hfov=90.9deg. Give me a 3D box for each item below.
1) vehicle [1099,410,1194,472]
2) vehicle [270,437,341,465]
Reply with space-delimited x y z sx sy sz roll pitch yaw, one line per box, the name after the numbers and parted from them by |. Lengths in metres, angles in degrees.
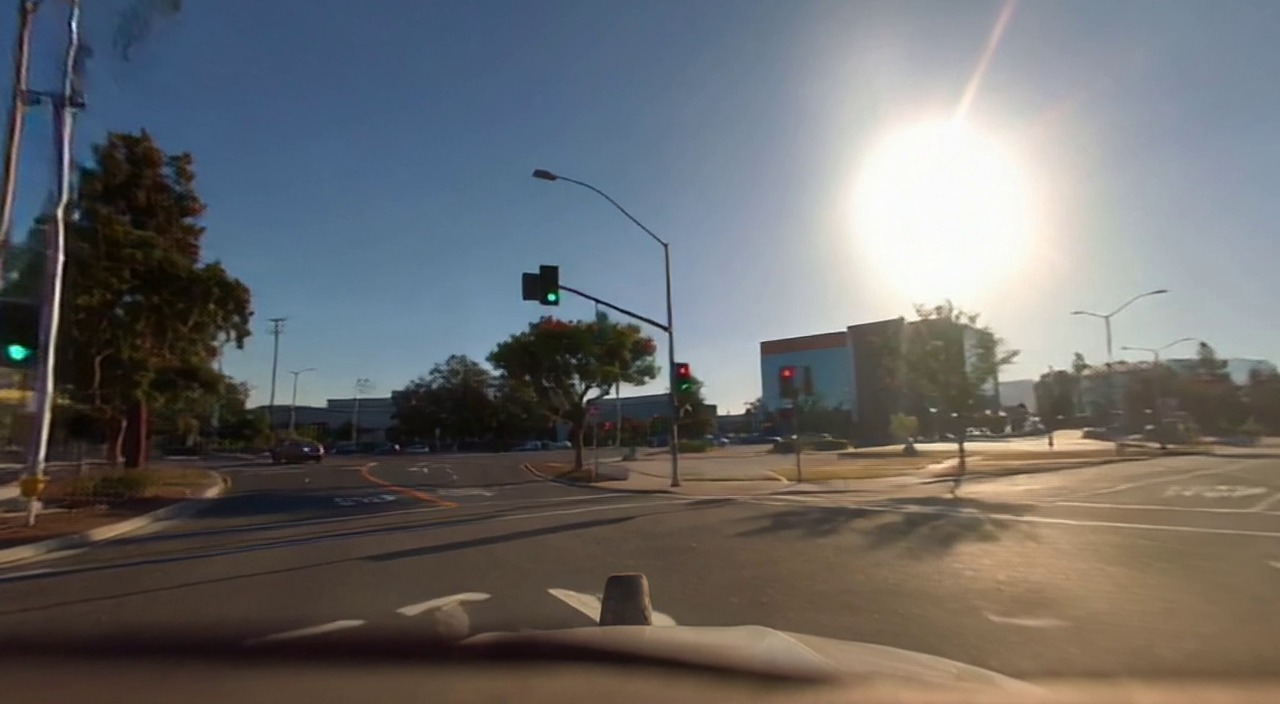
24.921 4.381 30.916 5.997 2.750 2.324 7 -11 -41 | vehicle
-25.013 7.392 47.044 5.570 1.923 2.336 -6 -11 36 | vehicle
